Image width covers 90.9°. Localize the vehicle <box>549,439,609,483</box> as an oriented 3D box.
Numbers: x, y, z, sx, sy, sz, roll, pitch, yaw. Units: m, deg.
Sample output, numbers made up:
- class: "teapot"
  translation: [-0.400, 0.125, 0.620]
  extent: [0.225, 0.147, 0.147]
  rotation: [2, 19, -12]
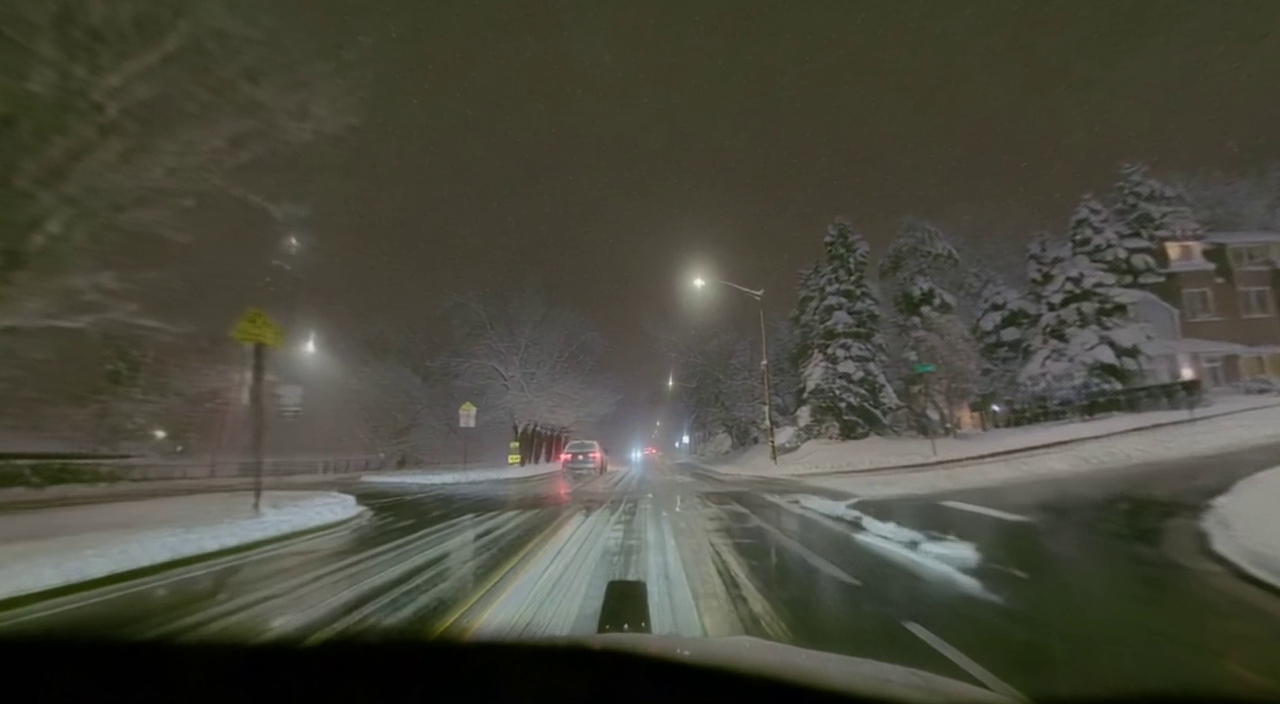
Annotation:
- class: "vehicle"
  translation: [-2.498, 4.607, 26.859]
  extent: [2.016, 1.694, 4.335]
  rotation: [0, -8, 1]
